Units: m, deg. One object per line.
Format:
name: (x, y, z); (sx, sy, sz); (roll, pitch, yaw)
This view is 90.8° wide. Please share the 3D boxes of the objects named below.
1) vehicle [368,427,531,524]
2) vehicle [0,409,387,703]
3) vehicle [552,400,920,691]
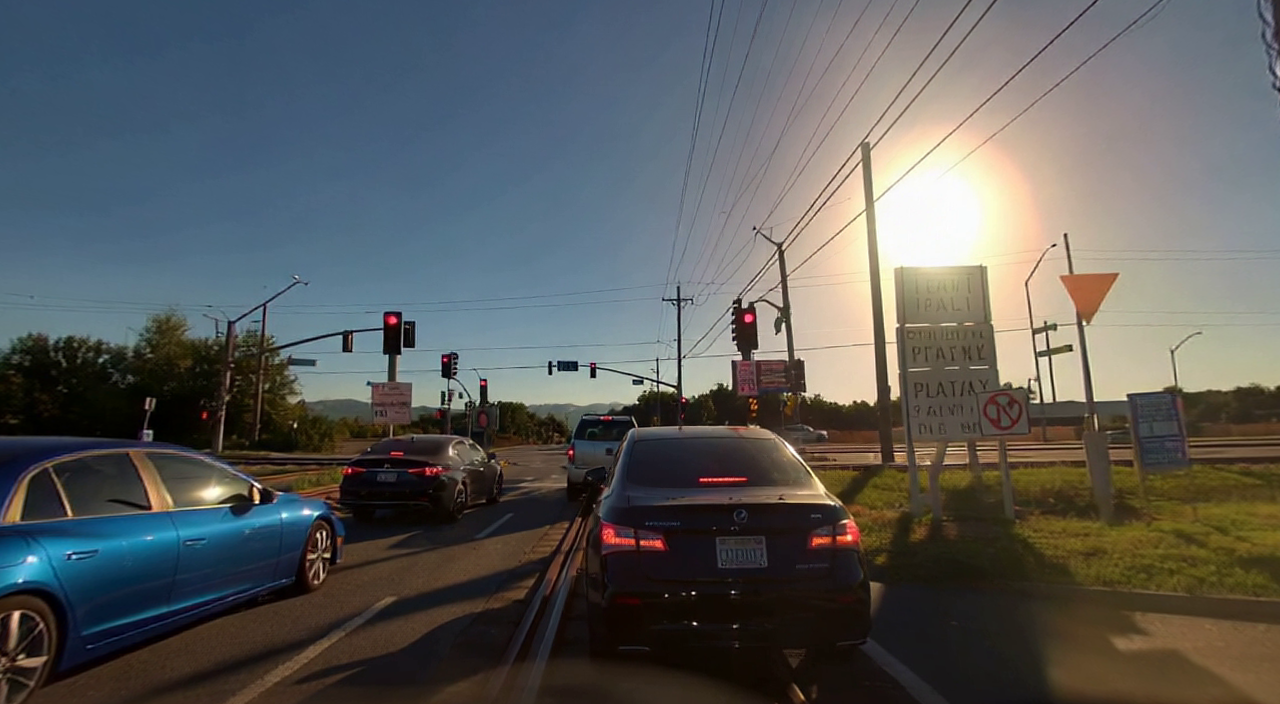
vehicle: (-3.366, 2.257, 12.070); (1.984, 1.505, 4.047); (0, -9, -2)
vehicle: (-3.715, 1.255, 4.495); (1.956, 1.468, 4.585); (0, -9, -1)
vehicle: (0.406, 1.329, 5.455); (1.998, 1.529, 3.960); (1, -9, -4)
